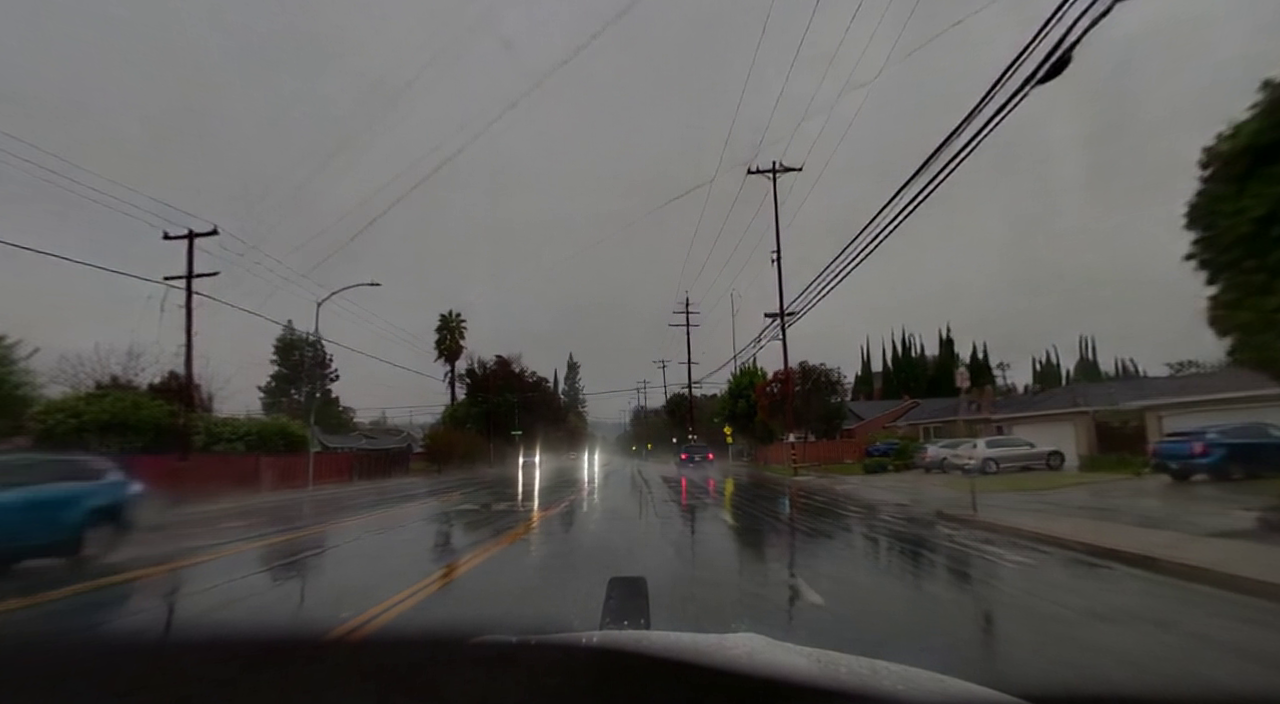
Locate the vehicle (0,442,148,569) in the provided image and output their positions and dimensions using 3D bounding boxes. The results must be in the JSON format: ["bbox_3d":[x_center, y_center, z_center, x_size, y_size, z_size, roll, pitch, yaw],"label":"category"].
[{"bbox_3d":[-9.395,2.043,8.245,2.179,1.613,4.516,-3,-9,2],"label":"vehicle"}]

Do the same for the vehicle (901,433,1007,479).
[{"bbox_3d":[12.303,4.122,25.112,1.970,1.561,4.725,-2,-9,3],"label":"vehicle"}]

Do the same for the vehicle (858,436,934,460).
[{"bbox_3d":[18.694,7.015,46.109,4.766,1.493,2.076,-8,-11,29],"label":"vehicle"}]

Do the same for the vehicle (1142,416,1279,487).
[{"bbox_3d":[16.429,2.580,16.588,4.329,1.682,2.240,-2,-10,2],"label":"vehicle"}]

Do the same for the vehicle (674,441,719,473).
[{"bbox_3d":[3.394,6.501,39.085,2.144,1.843,4.827,0,-9,-2],"label":"vehicle"}]

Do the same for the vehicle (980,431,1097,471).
[{"bbox_3d":[16.009,4.016,25.648,1.747,1.405,4.372,-2,-9,-2],"label":"vehicle"}]
